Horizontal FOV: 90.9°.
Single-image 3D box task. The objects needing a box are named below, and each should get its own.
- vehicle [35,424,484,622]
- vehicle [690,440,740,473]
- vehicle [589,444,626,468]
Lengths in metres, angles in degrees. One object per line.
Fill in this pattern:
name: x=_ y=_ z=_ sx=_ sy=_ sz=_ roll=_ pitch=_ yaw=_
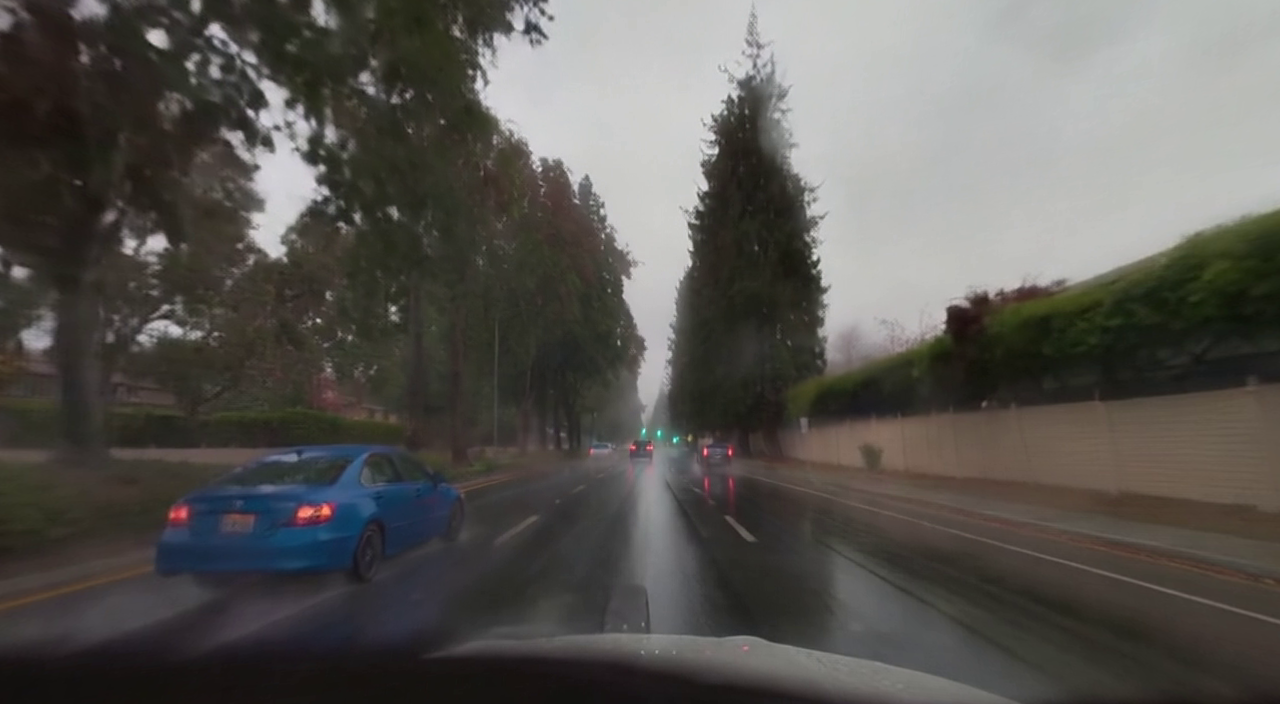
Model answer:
vehicle: x=-3.559 y=1.691 z=7.405 sx=2.091 sy=1.503 sz=4.989 roll=0 pitch=-8 yaw=1
vehicle: x=4.014 y=5.671 z=34.441 sx=2.182 sy=1.688 sz=4.187 roll=0 pitch=-9 yaw=0
vehicle: x=-2.039 y=6.726 z=40.936 sx=1.940 sy=1.473 sz=4.133 roll=-1 pitch=-9 yaw=4
